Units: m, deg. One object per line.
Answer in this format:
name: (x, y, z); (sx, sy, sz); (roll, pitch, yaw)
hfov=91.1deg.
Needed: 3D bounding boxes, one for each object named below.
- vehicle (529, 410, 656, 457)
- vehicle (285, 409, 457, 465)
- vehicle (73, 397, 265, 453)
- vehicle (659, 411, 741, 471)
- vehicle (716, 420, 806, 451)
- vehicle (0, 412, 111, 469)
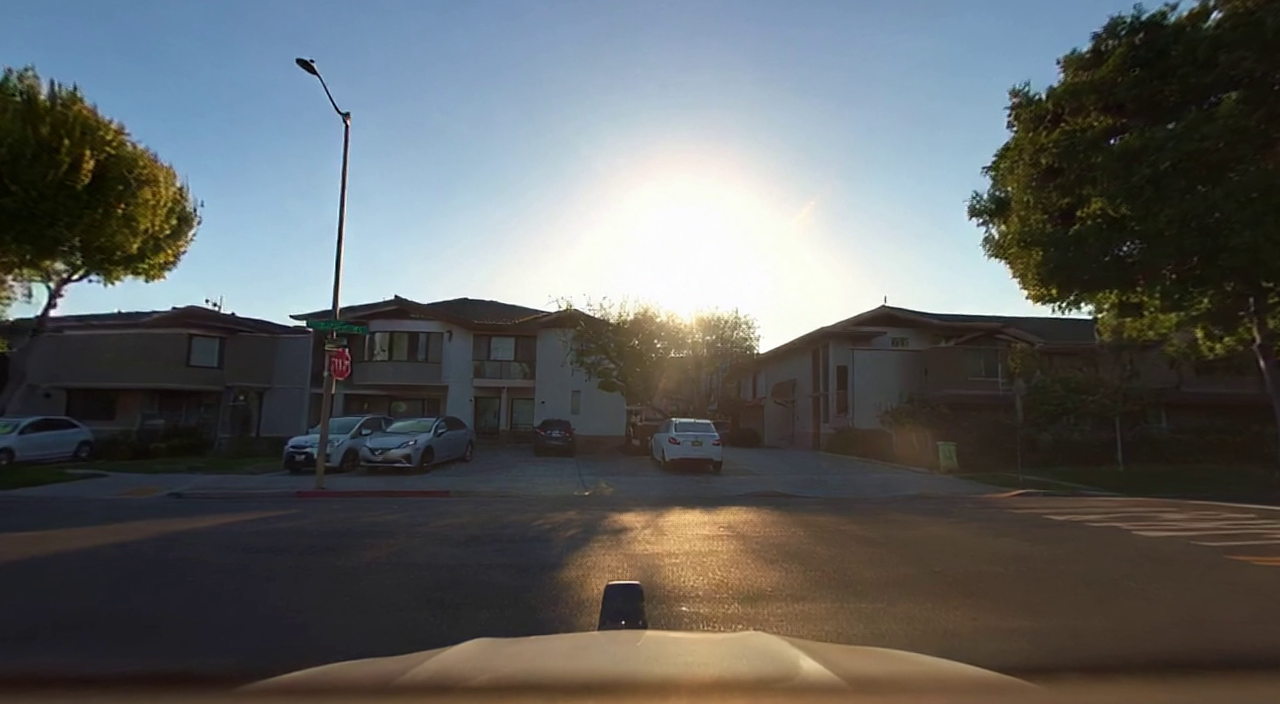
vehicle: (-2.010, 3.761, 28.510); (2.267, 1.920, 5.798); (-7, -11, 40)
vehicle: (-8.767, 2.821, 20.839); (4.778, 1.753, 1.959); (0, -9, -2)
vehicle: (-28.403, 4.508, 38.133); (9.384, 3.230, 2.928); (0, -9, 3)
vehicle: (2.051, 3.336, 23.436); (2.305, 1.962, 5.685); (0, -8, -2)
vehicle: (7.373, 5.142, 38.537); (5.004, 1.797, 1.946); (-5, -10, 31)
vehicle: (-23.453, 3.292, 23.360); (5.418, 1.994, 2.233); (0, -8, -1)
